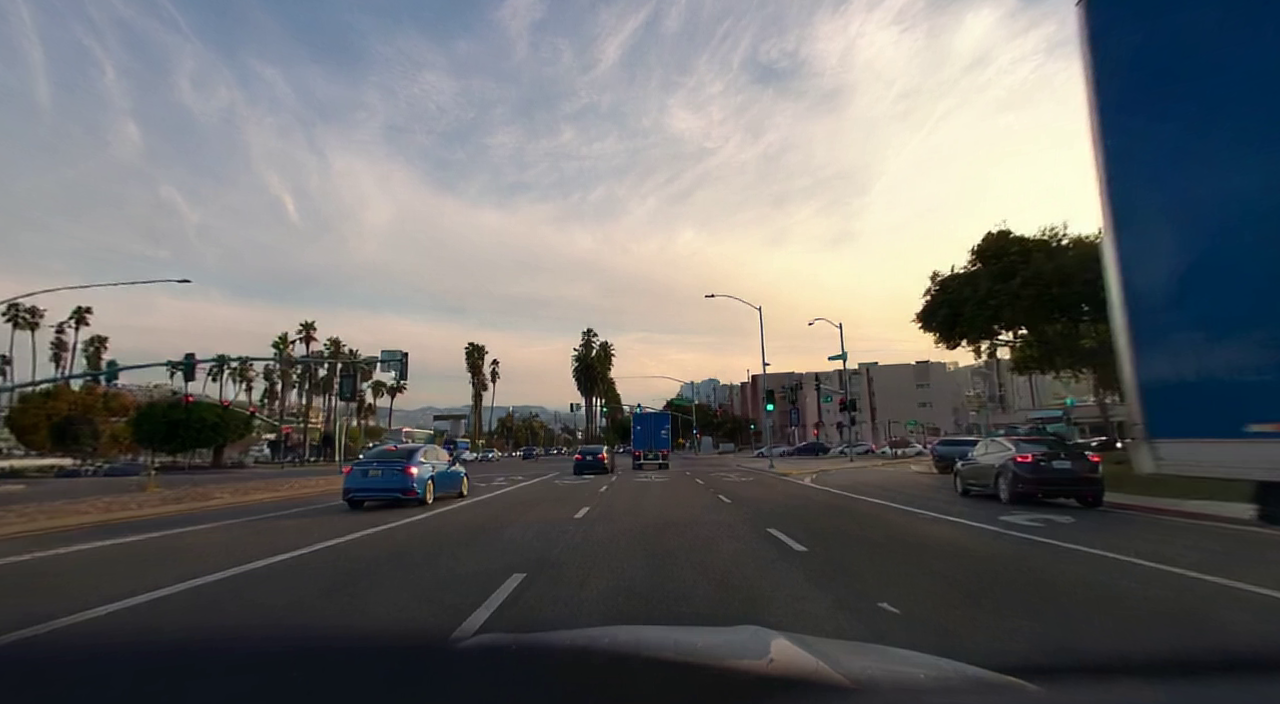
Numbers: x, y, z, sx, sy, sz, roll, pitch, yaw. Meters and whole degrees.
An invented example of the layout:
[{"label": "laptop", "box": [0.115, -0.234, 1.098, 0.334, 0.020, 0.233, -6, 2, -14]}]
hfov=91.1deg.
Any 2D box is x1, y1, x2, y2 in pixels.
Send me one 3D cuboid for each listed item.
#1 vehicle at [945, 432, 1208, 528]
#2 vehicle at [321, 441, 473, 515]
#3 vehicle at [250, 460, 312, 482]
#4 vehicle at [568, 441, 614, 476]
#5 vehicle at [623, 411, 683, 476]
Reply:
[{"label": "vehicle", "box": [7.989, 2.358, 12.201, 1.961, 1.502, 4.541, 0, -9, 2]}, {"label": "vehicle", "box": [-6.042, 3.159, 16.362, 2.045, 1.630, 4.680, 0, -9, 1]}, {"label": "vehicle", "box": [-27.607, 9.178, 48.441, 1.969, 1.487, 4.512, 0, -9, 2]}, {"label": "vehicle", "box": [-2.692, 6.011, 35.703, 2.178, 1.826, 4.933, 0, -9, 1]}, {"label": "vehicle", "box": [0.716, 5.056, 34.713, 2.993, 3.235, 6.692, 0, -9, 1]}]
